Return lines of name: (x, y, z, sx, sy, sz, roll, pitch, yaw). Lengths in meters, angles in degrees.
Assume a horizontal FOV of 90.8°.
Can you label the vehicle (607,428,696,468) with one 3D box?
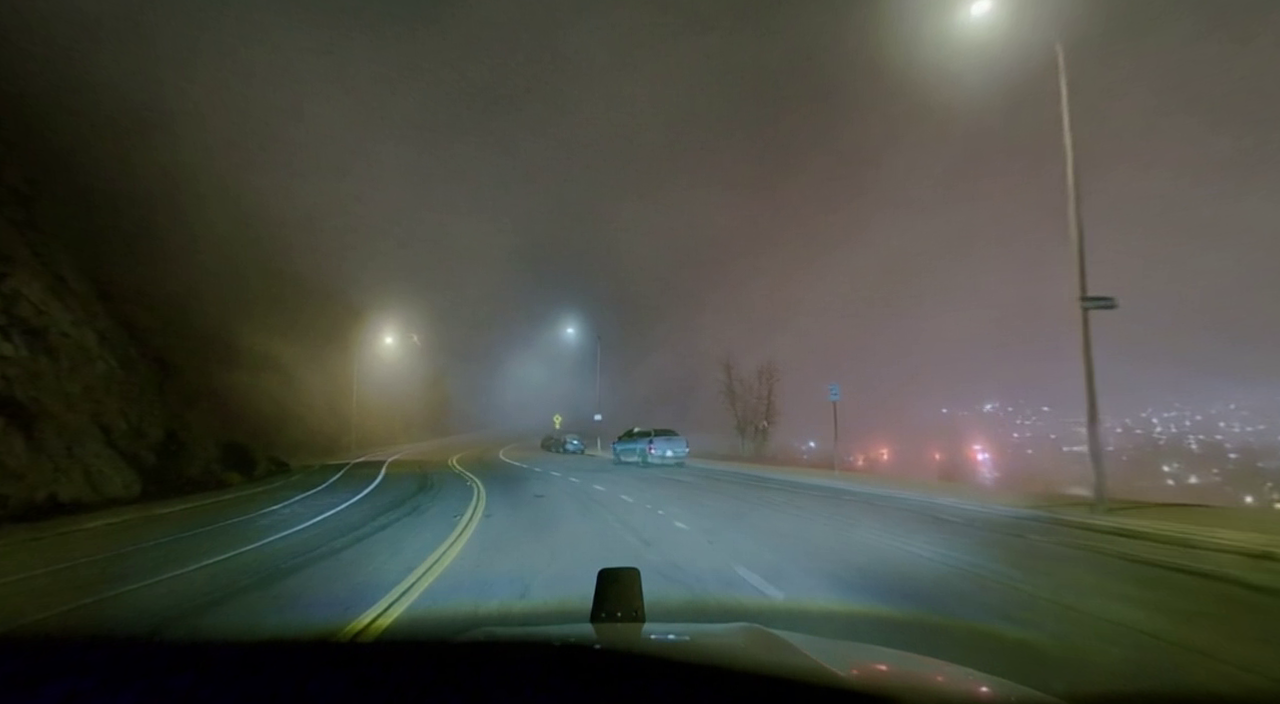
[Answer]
vehicle: (0.610, 4.361, 28.735, 2.064, 1.667, 4.453, -5, -10, 30)
